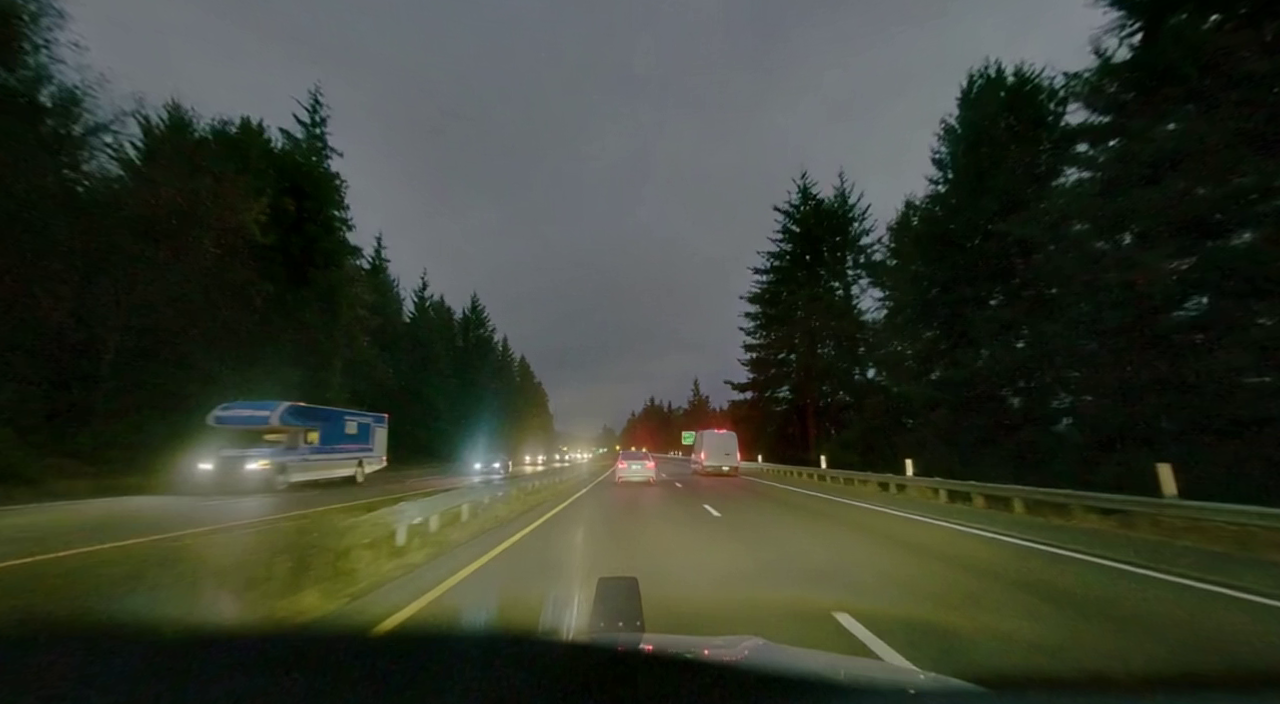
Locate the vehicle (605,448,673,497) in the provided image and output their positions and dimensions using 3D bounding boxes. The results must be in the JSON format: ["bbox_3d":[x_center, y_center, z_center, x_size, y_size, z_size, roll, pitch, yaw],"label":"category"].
[{"bbox_3d":[-0.033,3.938,20.956,2.037,1.417,3.885,0,-9,0],"label":"vehicle"}]

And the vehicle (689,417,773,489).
[{"bbox_3d":[3.637,4.237,26.588,2.513,2.633,5.930,0,-9,-1],"label":"vehicle"}]

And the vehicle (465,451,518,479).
[{"bbox_3d":[-7.443,5.683,31.947,1.719,1.342,3.683,-1,-9,1],"label":"vehicle"}]

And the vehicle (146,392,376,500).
[{"bbox_3d":[-11.711,3.098,20.667,2.810,2.856,7.582,0,-9,0],"label":"vehicle"}]
